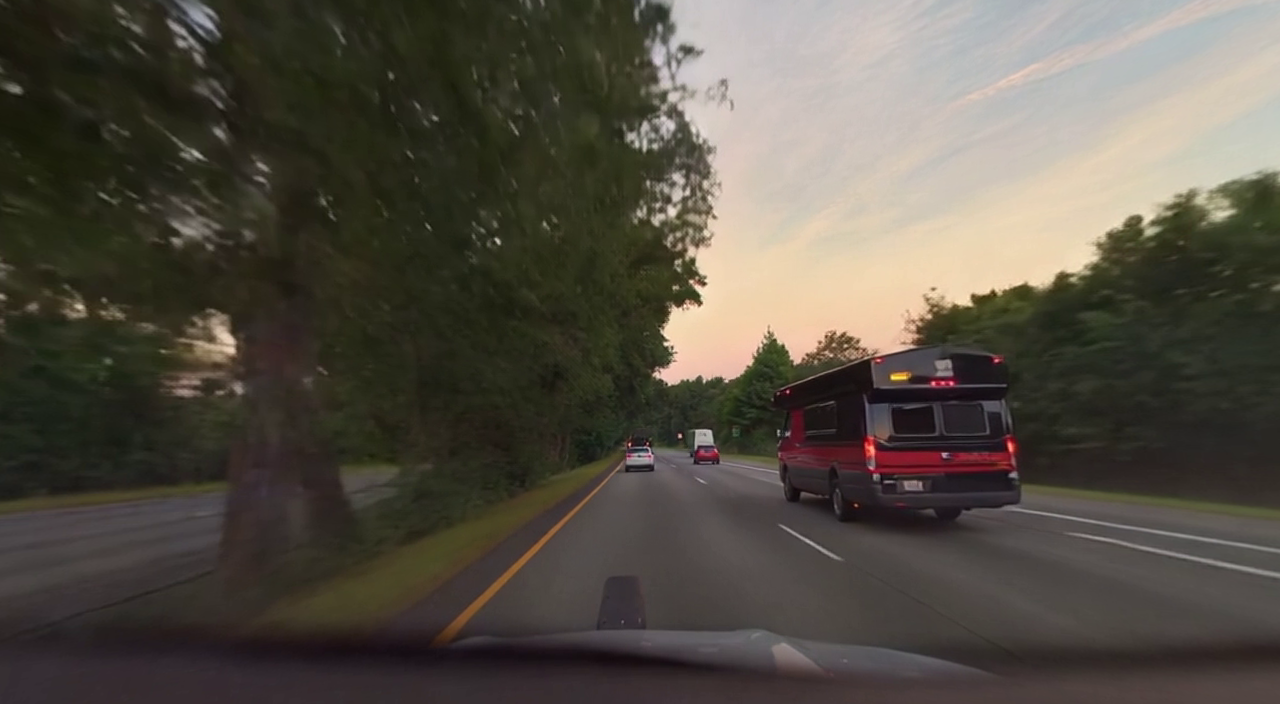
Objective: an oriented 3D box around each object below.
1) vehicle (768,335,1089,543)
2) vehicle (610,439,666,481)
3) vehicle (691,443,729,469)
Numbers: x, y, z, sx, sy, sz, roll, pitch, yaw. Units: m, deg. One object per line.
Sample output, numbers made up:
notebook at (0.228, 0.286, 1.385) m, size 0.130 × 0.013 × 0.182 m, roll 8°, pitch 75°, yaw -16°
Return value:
vehicle at (4.630, 1.706, 12.156) m, size 2.745 × 2.832 × 7.035 m, roll 0°, pitch -9°, yaw -1°
vehicle at (-0.118, 4.426, 25.985) m, size 2.120 × 1.575 × 4.018 m, roll 0°, pitch -9°, yaw -1°
vehicle at (4.036, 6.075, 36.882) m, size 1.757 × 1.459 × 3.398 m, roll 0°, pitch -9°, yaw -1°
